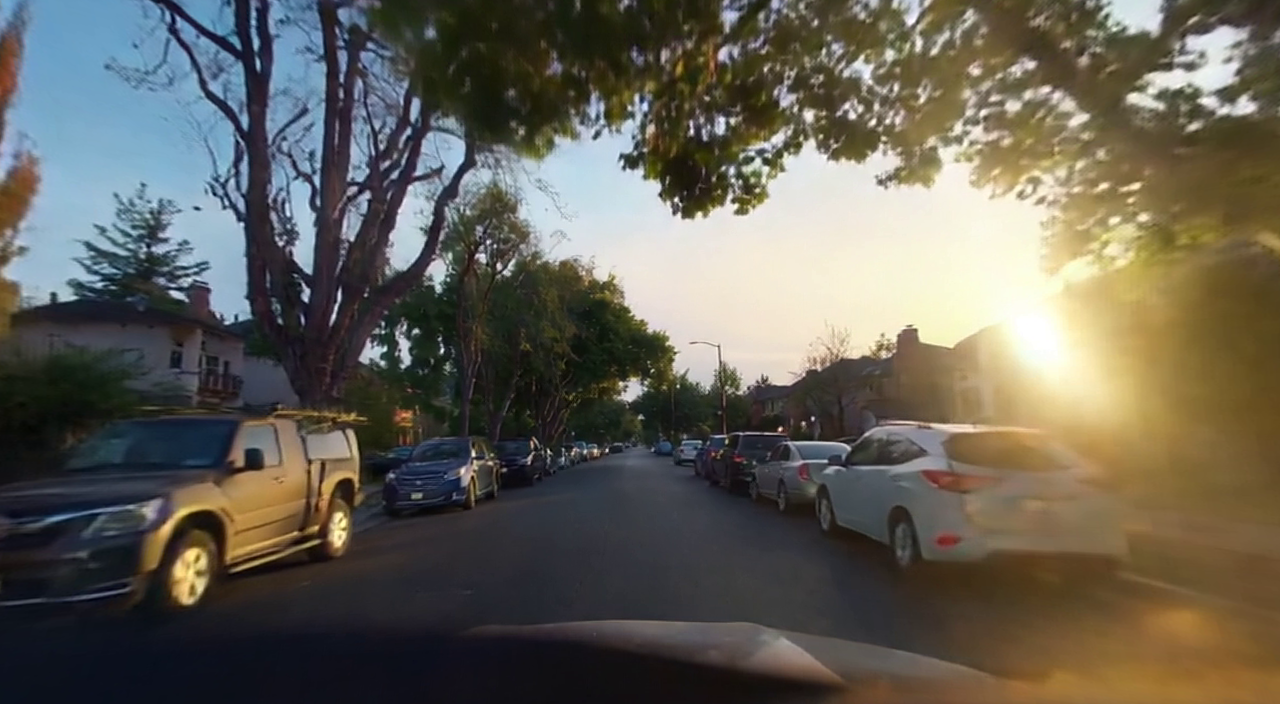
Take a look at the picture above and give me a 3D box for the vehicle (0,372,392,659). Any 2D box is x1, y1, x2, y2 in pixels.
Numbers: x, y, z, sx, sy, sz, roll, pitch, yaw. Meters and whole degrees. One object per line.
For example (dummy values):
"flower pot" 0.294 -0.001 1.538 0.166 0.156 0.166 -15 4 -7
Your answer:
"vehicle" -5.176 1.593 7.443 2.390 2.123 5.371 0 -8 -1

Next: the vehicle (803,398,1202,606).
"vehicle" 3.611 1.585 7.637 1.994 1.710 4.699 0 -8 0

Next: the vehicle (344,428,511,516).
"vehicle" -5.251 3.056 16.740 2.683 1.923 5.421 0 -8 -2
